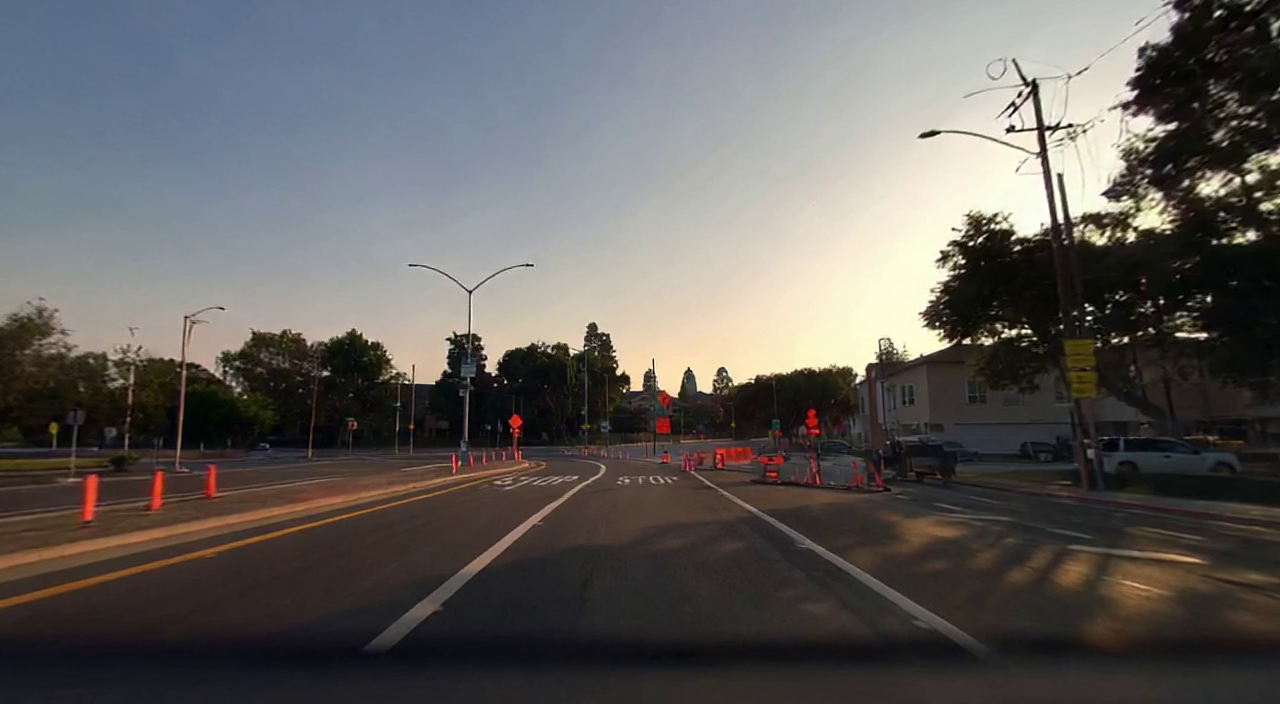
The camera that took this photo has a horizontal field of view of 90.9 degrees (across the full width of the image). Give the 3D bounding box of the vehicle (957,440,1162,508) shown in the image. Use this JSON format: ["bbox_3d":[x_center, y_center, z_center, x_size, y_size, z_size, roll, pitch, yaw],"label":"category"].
[{"bbox_3d":[10.409,3.031,16.192,2.000,1.487,4.548,0,-8,-2],"label":"vehicle"}]

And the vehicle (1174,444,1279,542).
[{"bbox_3d":[10.427,2.010,8.825,1.934,1.429,4.472,0,-8,-1],"label":"vehicle"}]

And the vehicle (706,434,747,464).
[{"bbox_3d":[5.480,6.234,40.444,2.150,1.779,4.423,0,-9,2],"label":"vehicle"}]

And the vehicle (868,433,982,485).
[{"bbox_3d":[10.513,3.983,23.736,1.961,1.754,4.889,0,-9,0],"label":"vehicle"}]
